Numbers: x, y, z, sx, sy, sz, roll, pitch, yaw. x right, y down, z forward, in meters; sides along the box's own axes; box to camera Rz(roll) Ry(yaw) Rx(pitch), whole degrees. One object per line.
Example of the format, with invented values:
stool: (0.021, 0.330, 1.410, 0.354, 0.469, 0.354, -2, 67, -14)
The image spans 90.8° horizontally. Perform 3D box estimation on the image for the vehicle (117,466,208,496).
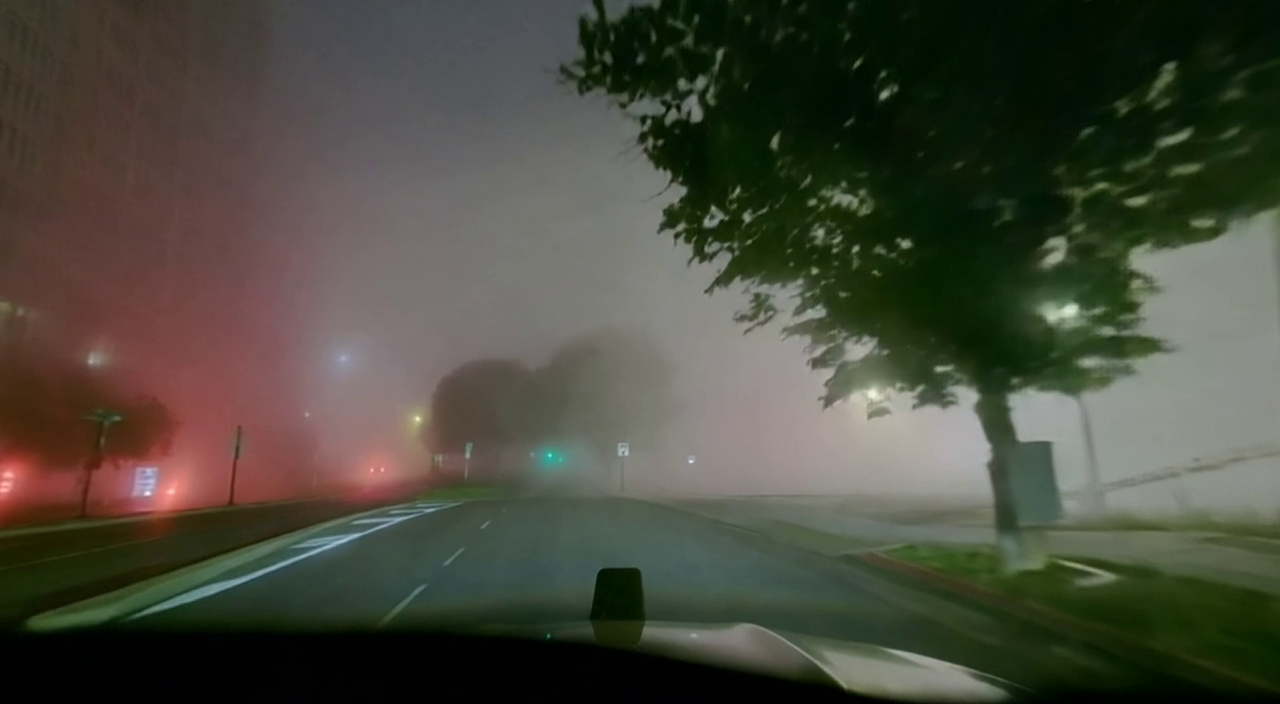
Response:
vehicle: (-31.010, 8.338, 41.068, 4.473, 1.778, 2.125, -2, -9, 10)
